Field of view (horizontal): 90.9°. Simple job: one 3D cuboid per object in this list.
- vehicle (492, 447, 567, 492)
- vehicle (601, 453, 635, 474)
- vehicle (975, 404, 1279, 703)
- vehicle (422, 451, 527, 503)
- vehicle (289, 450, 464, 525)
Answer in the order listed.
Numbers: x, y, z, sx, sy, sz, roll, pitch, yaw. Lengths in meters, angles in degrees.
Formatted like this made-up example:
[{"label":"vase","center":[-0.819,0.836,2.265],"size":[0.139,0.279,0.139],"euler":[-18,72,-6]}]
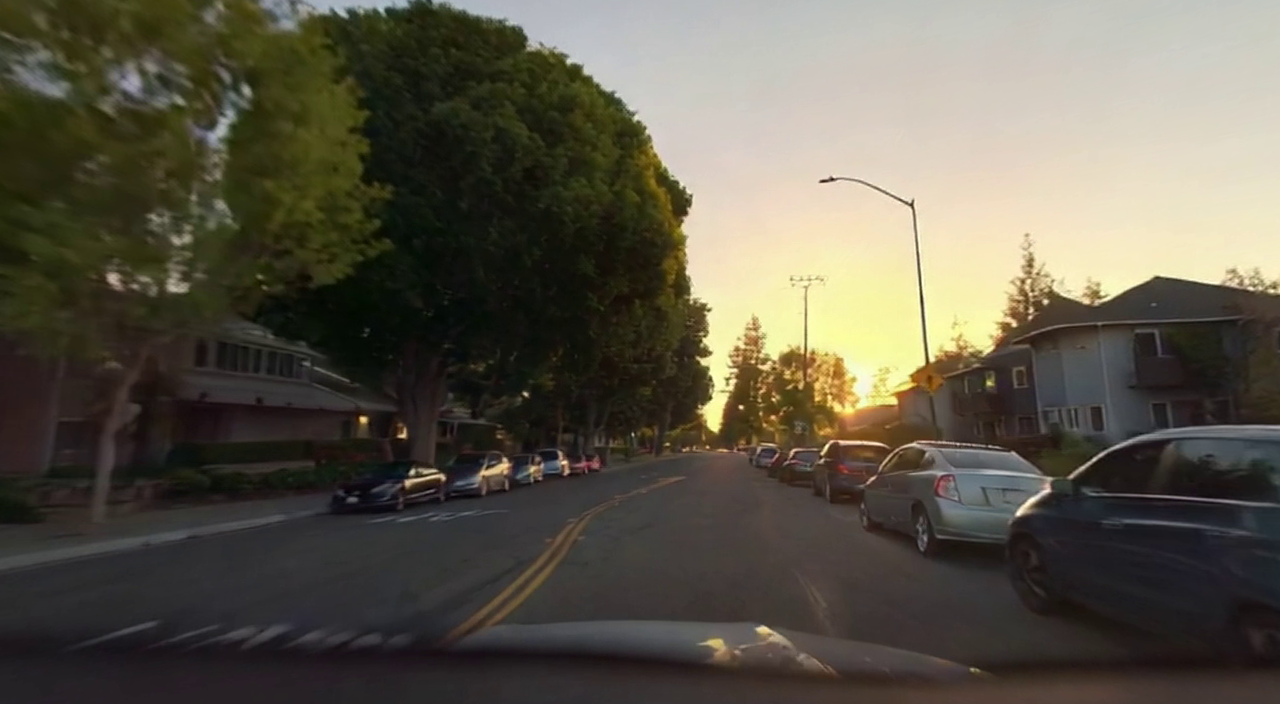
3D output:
[{"label":"vehicle","center":[-4.674,5.042,27.463],"size":[1.973,1.755,4.528],"euler":[-2,-9,7]},{"label":"vehicle","center":[-1.645,8.710,49.273],"size":[1.903,1.463,4.526],"euler":[-2,-8,8]},{"label":"vehicle","center":[4.480,1.331,4.565],"size":[2.062,1.718,4.517],"euler":[-1,-8,7]},{"label":"vehicle","center":[-5.474,4.186,21.571],"size":[1.948,1.477,4.518],"euler":[-2,-9,7]},{"label":"vehicle","center":[-6.177,3.208,15.546],"size":[1.963,1.470,4.671],"euler":[-2,-9,5]}]
